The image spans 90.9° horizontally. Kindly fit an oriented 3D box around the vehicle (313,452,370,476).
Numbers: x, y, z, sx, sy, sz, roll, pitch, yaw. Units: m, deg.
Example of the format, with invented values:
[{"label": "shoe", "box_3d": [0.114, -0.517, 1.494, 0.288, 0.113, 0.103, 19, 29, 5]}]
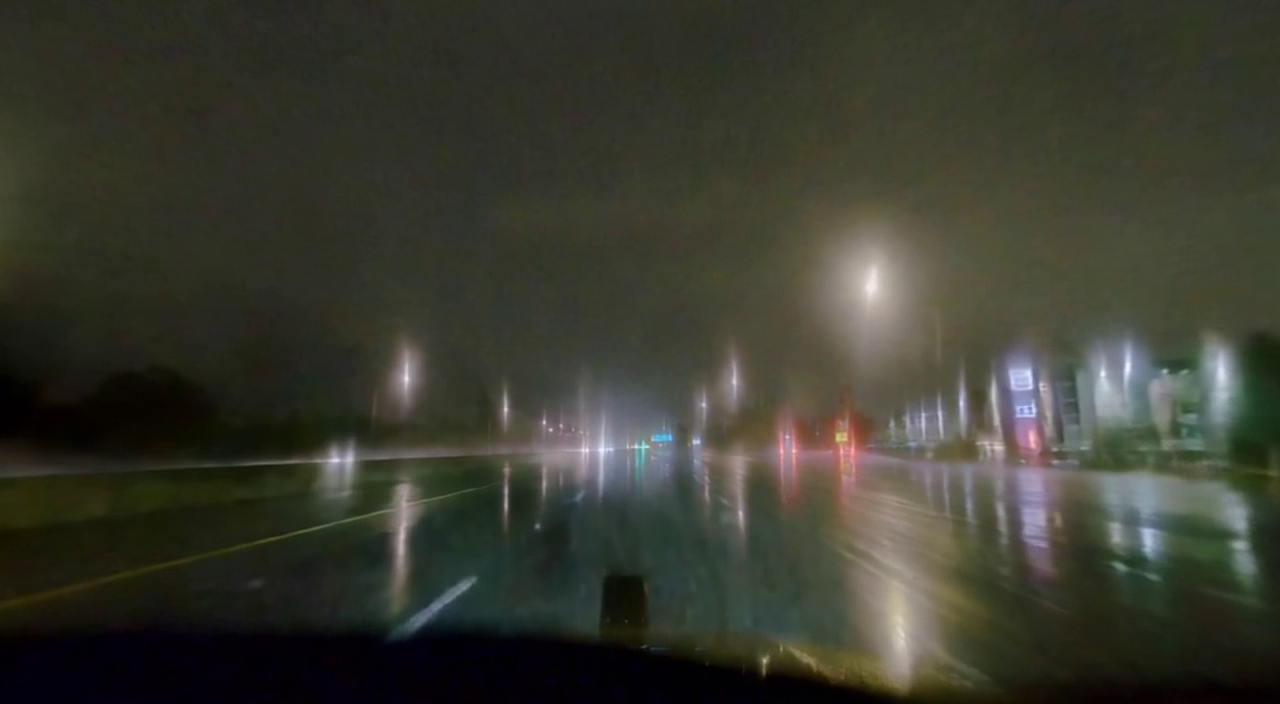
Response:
[{"label": "vehicle", "box_3d": [-21.411, 8.014, 45.361, 1.901, 1.552, 4.296, -1, -8, 1]}]
